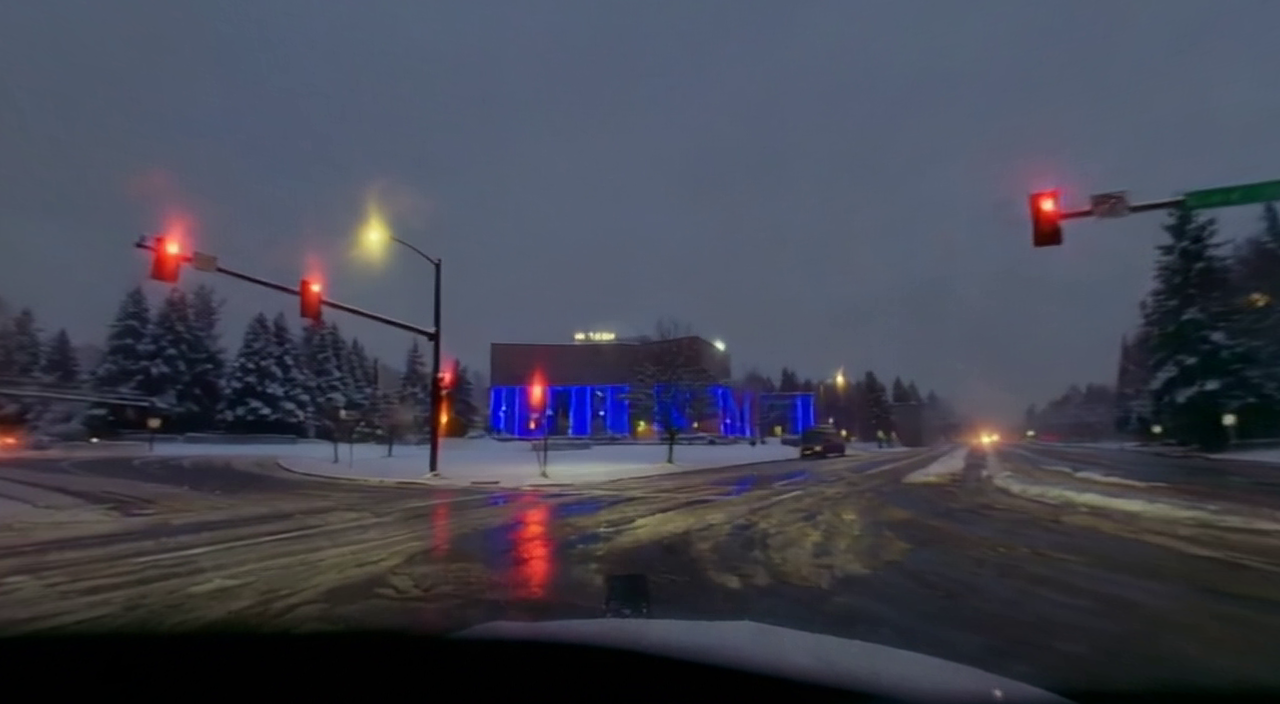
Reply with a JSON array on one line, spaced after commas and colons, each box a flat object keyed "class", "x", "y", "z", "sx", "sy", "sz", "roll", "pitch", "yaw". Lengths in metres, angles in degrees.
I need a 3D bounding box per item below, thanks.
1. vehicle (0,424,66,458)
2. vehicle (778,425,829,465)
[{"class": "vehicle", "x": -37.961, "y": 5.442, "z": 38.416, "sx": 5.570, "sy": 1.923, "sz": 2.336, "roll": -4, "pitch": -9, "yaw": 26}, {"class": "vehicle", "x": 12.296, "y": 6.953, "z": 47.084, "sx": 2.324, "sy": 2.750, "sz": 5.997, "roll": -5, "pitch": -10, "yaw": 27}]
